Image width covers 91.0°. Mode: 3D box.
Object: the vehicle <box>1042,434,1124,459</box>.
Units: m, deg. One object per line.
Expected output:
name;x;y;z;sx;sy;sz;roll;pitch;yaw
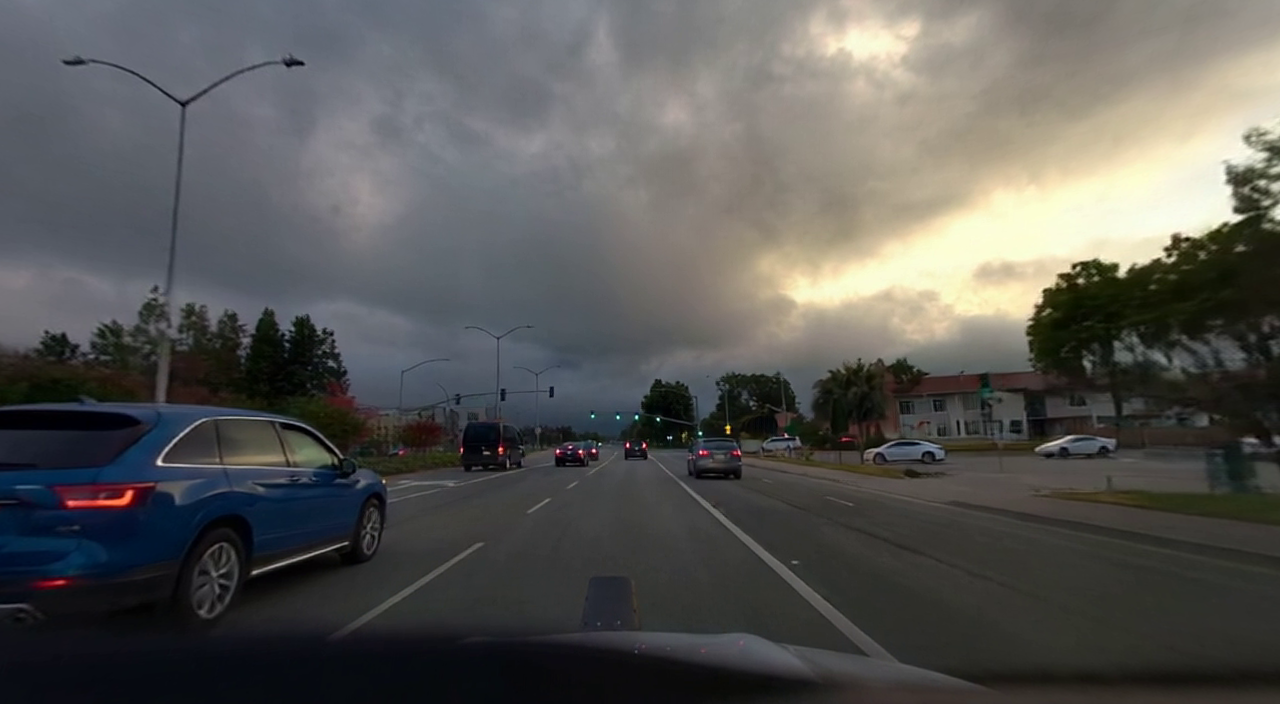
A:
vehicle;27.739;5.968;39.645;1.768;1.460;4.677;0;-9;0

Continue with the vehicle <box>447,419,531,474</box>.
vehicle;-7.688;4.936;32.961;2.863;2.592;6.410;0;-9;-1

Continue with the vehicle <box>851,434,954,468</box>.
vehicle;14.414;5.466;34.779;4.626;1.562;2.159;-2;-9;-2

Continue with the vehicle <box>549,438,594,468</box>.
vehicle;-4.050;6.102;38.087;2.133;1.677;4.727;0;-9;1

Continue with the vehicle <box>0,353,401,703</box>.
vehicle;-3.846;1.191;5.235;2.038;1.748;4.303;0;-9;-1

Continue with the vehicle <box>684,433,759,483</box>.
vehicle;3.121;4.193;25.146;2.167;1.792;4.835;0;-9;-2
